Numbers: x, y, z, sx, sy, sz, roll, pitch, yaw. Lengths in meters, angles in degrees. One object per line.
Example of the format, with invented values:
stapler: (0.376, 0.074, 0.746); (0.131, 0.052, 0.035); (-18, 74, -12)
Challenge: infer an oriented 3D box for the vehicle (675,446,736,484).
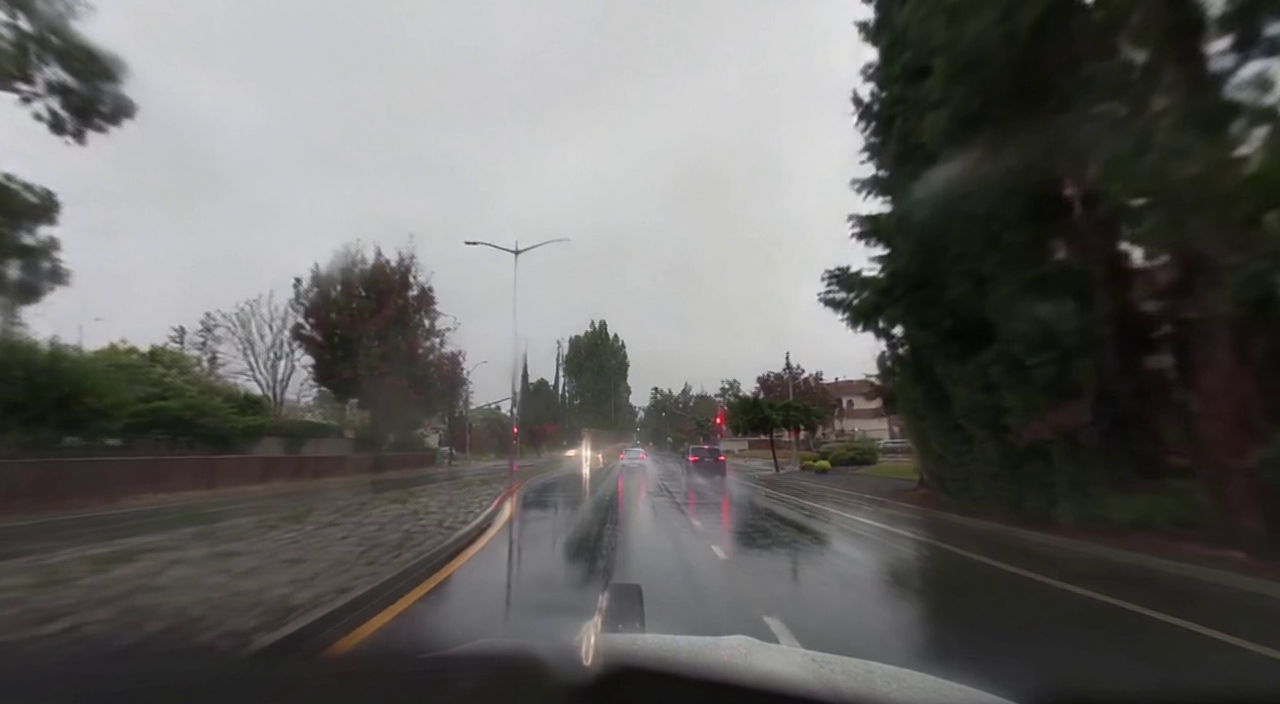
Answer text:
vehicle: (2.706, 4.784, 27.110); (2.057, 1.496, 4.401); (0, -8, -1)

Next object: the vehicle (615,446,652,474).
vehicle: (-0.393, 6.345, 37.401); (2.018, 1.511, 3.993); (0, -8, -1)
